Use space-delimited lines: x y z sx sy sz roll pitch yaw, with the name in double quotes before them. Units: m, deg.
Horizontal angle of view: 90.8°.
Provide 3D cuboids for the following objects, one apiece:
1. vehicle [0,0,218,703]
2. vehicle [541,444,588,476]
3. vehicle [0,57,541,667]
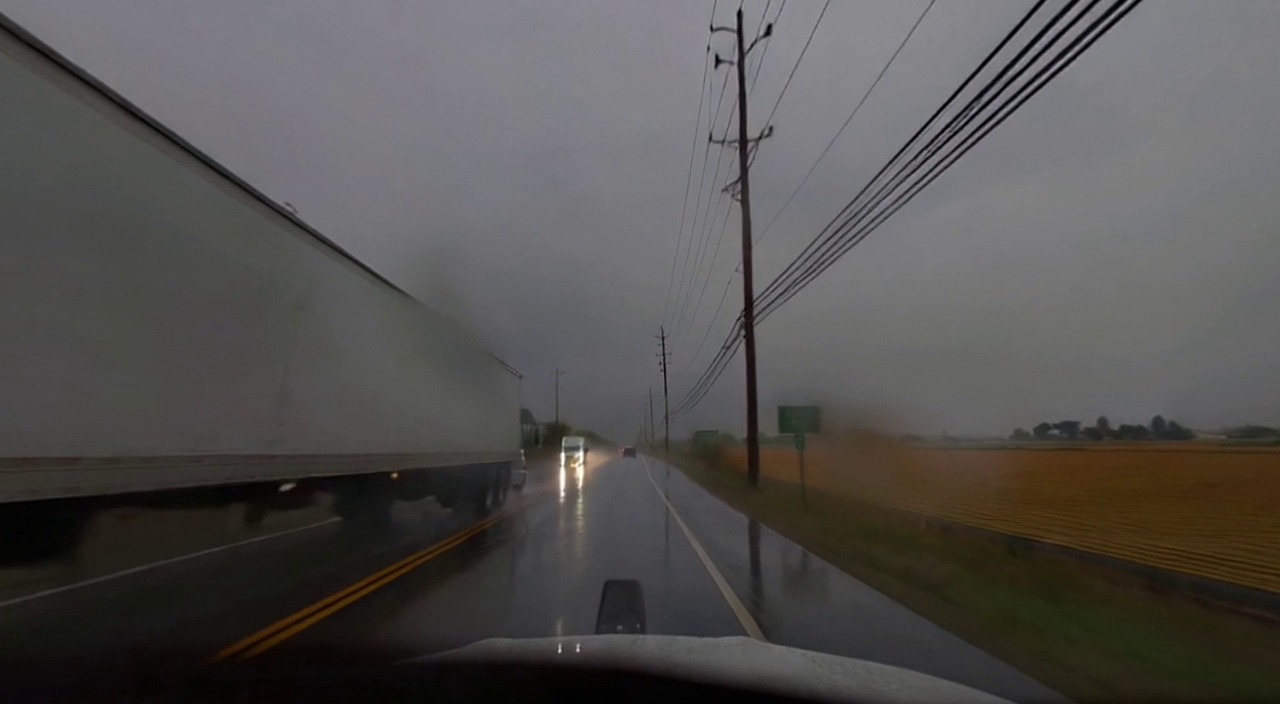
"vehicle" -4.819 -0.402 1.471 3.544 4.103 5.897 -2 -9 -2
"vehicle" -4.616 6.631 39.204 2.268 1.661 4.642 -3 -8 0
"vehicle" -5.018 1.123 12.902 3.452 4.409 16.846 -2 -8 -1
